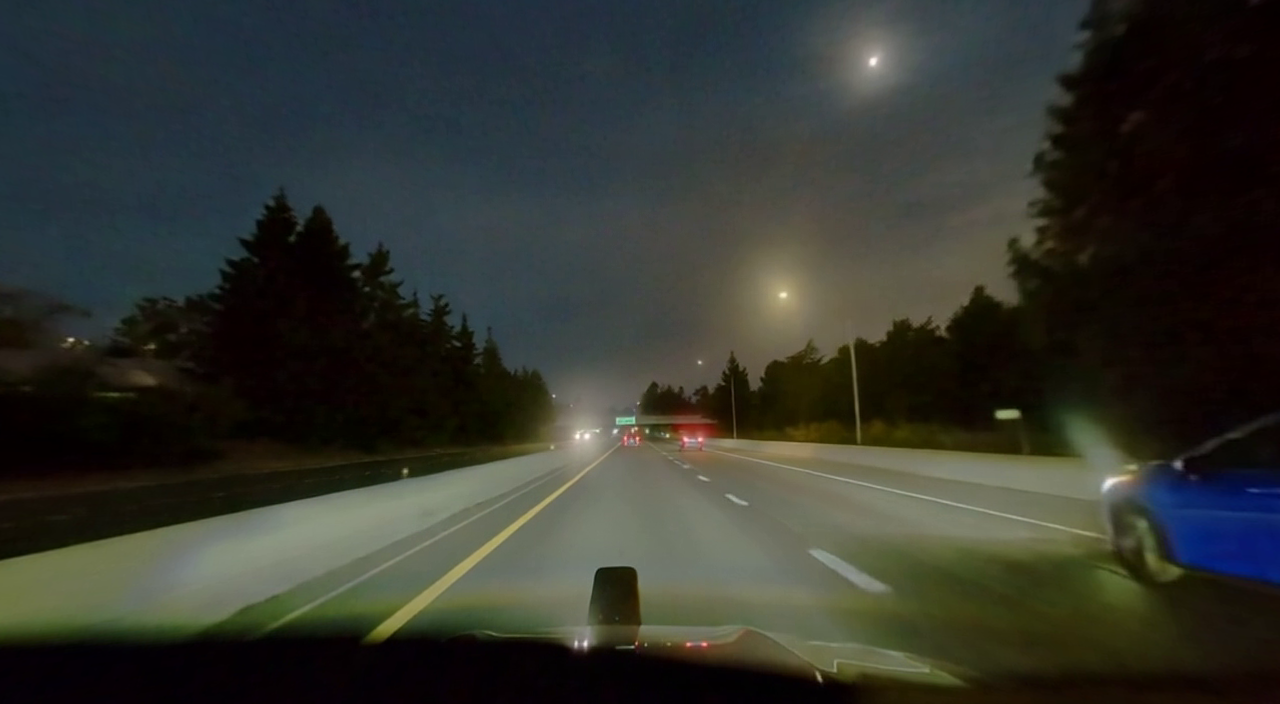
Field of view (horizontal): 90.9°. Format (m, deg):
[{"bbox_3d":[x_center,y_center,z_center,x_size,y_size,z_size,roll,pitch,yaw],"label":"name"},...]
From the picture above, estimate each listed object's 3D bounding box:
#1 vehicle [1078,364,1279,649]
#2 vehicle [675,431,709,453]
[{"bbox_3d":[4.790,0.843,3.227,2.073,1.651,4.065,0,-8,-1],"label":"vehicle"},{"bbox_3d":[3.821,6.681,46.994,2.010,1.526,4.438,0,-8,-3],"label":"vehicle"}]
